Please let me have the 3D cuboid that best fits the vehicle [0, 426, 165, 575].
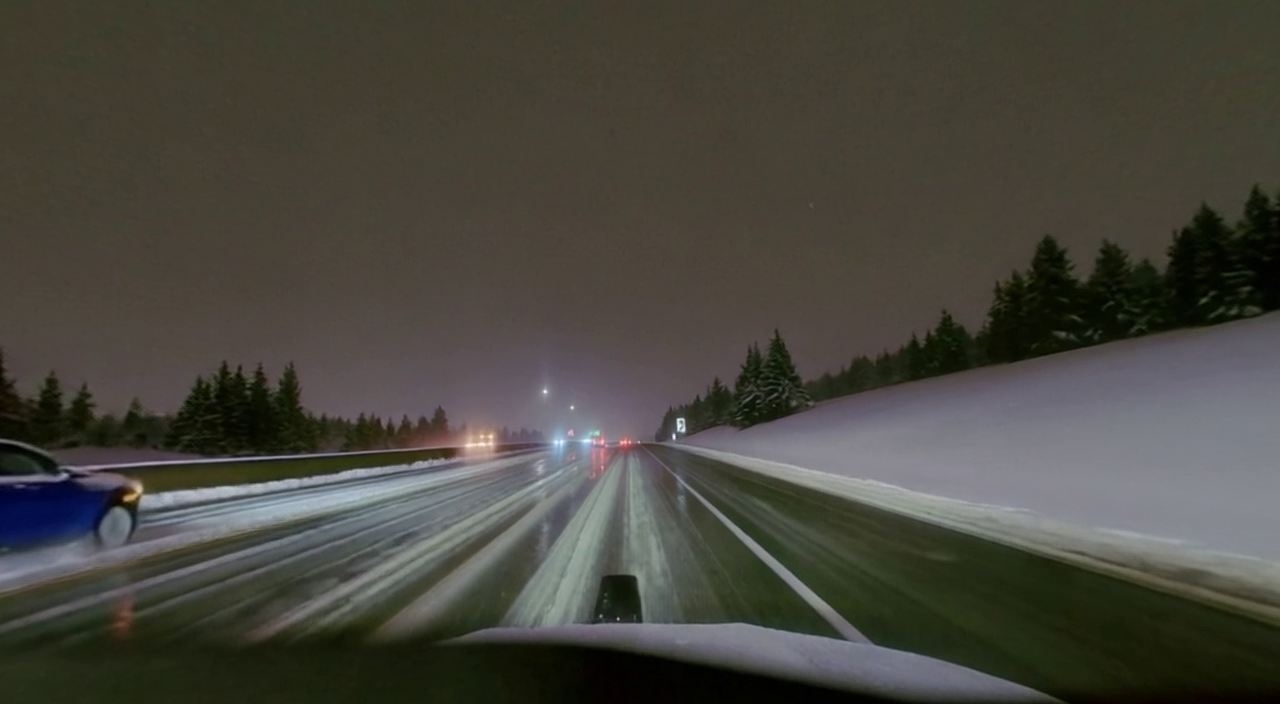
[{"bbox_3d":[-7.334,1.467,6.191,1.949,1.465,4.318,0,-8,-1],"label":"vehicle"}]
